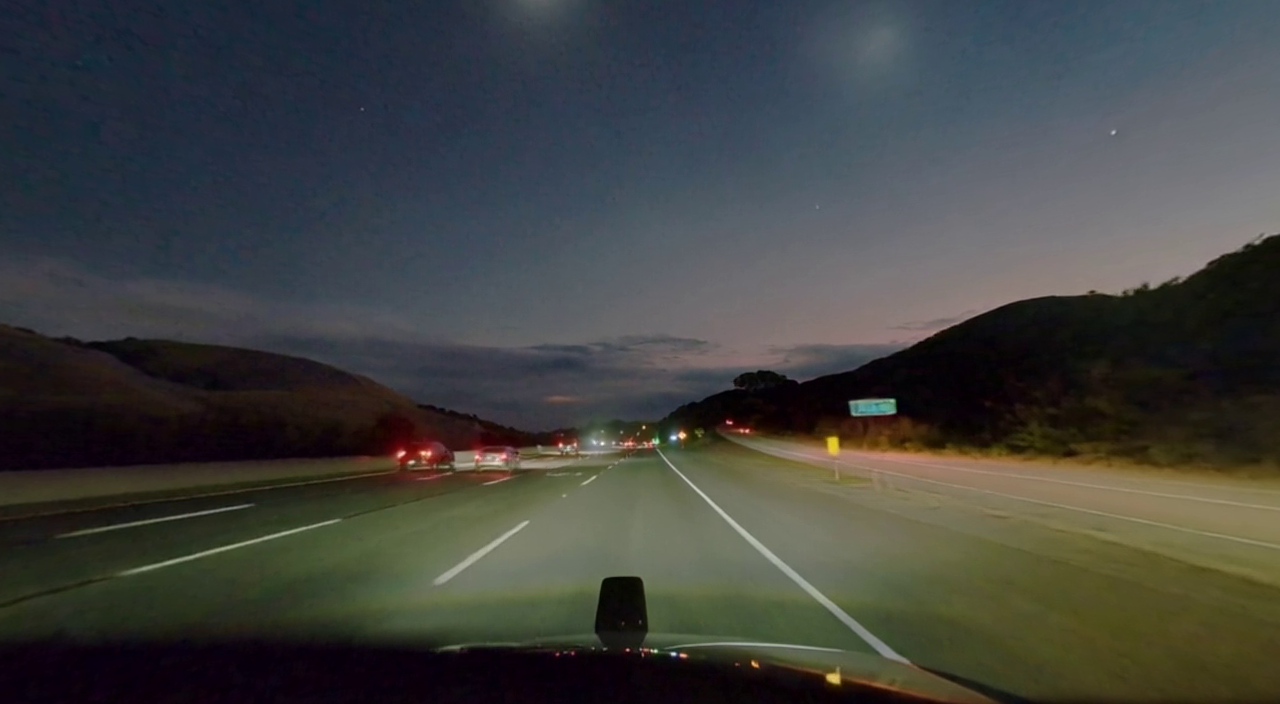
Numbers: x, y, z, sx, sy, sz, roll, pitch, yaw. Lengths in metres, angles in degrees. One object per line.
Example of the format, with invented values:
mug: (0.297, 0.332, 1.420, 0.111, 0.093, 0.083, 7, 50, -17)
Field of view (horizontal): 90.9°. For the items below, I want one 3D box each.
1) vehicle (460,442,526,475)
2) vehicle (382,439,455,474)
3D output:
vehicle: (-7.178, 5.230, 31.342, 2.107, 1.484, 4.449, -1, -8, 1)
vehicle: (-11.400, 5.385, 32.801, 2.020, 1.645, 4.629, -1, -8, 1)
